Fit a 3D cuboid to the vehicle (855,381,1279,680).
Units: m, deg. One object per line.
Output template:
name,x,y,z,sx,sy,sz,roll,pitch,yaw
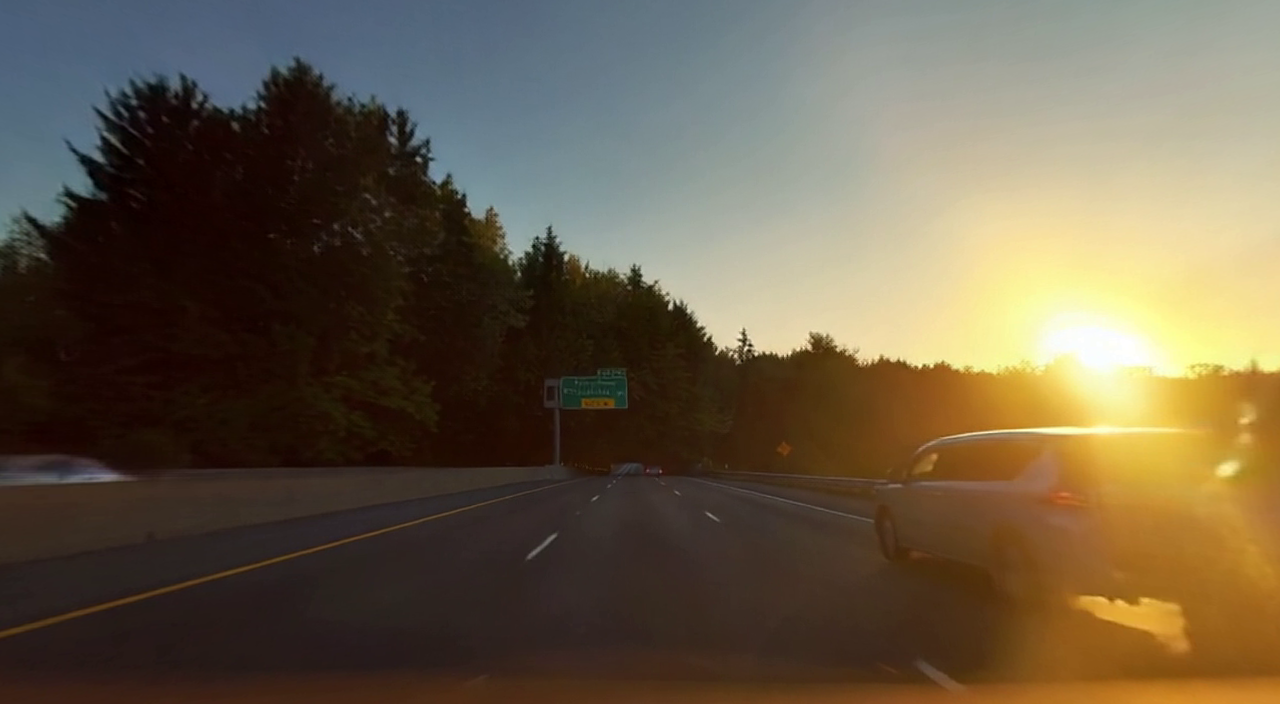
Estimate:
vehicle,4.405,1.624,6.727,2.254,1.832,5.514,1,-11,0
